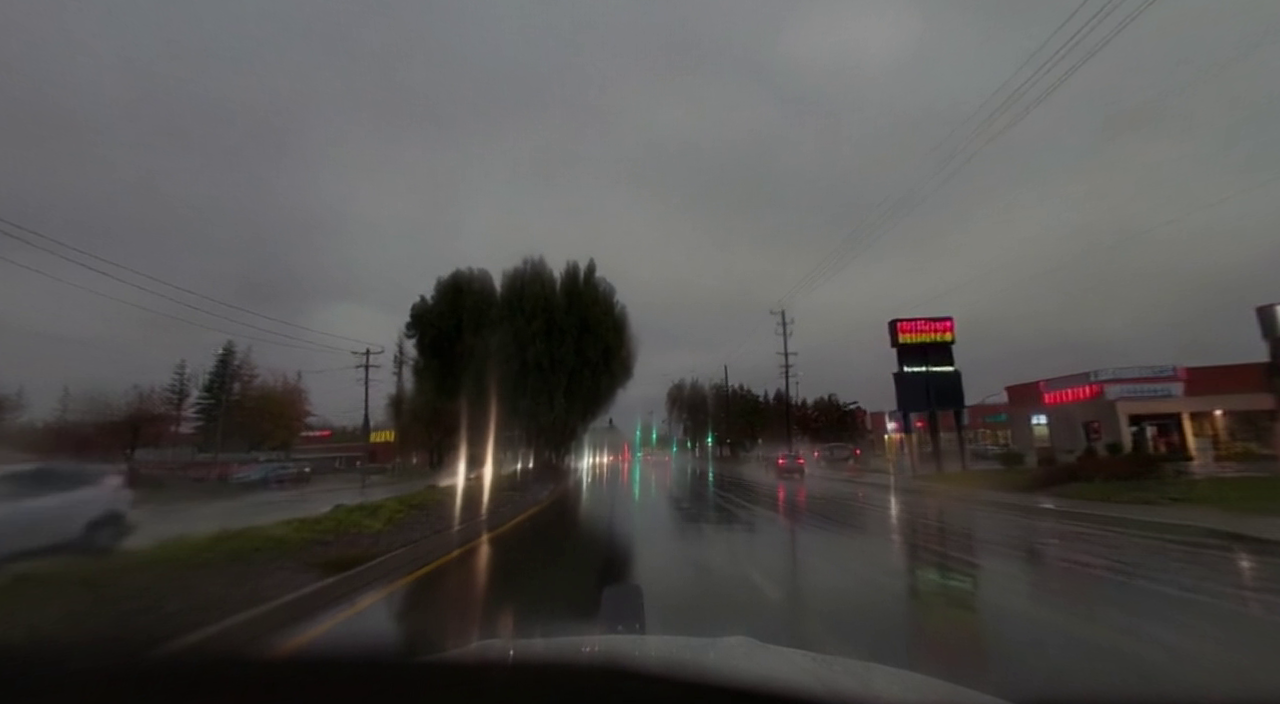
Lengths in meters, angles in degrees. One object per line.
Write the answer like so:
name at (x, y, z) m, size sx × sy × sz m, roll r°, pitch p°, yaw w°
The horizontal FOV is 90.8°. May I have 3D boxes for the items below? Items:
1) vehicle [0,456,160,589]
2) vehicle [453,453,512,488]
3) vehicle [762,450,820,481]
vehicle at (-8.662, 2.075, 7.634) m, size 2.043 × 1.536 × 4.682 m, roll 0°, pitch -9°, yaw 0°
vehicle at (-8.534, 6.425, 34.622) m, size 2.113 × 1.703 × 4.459 m, roll 0°, pitch -9°, yaw -1°
vehicle at (9.405, 7.104, 39.915) m, size 2.358 × 1.785 × 5.404 m, roll 0°, pitch -9°, yaw 0°
